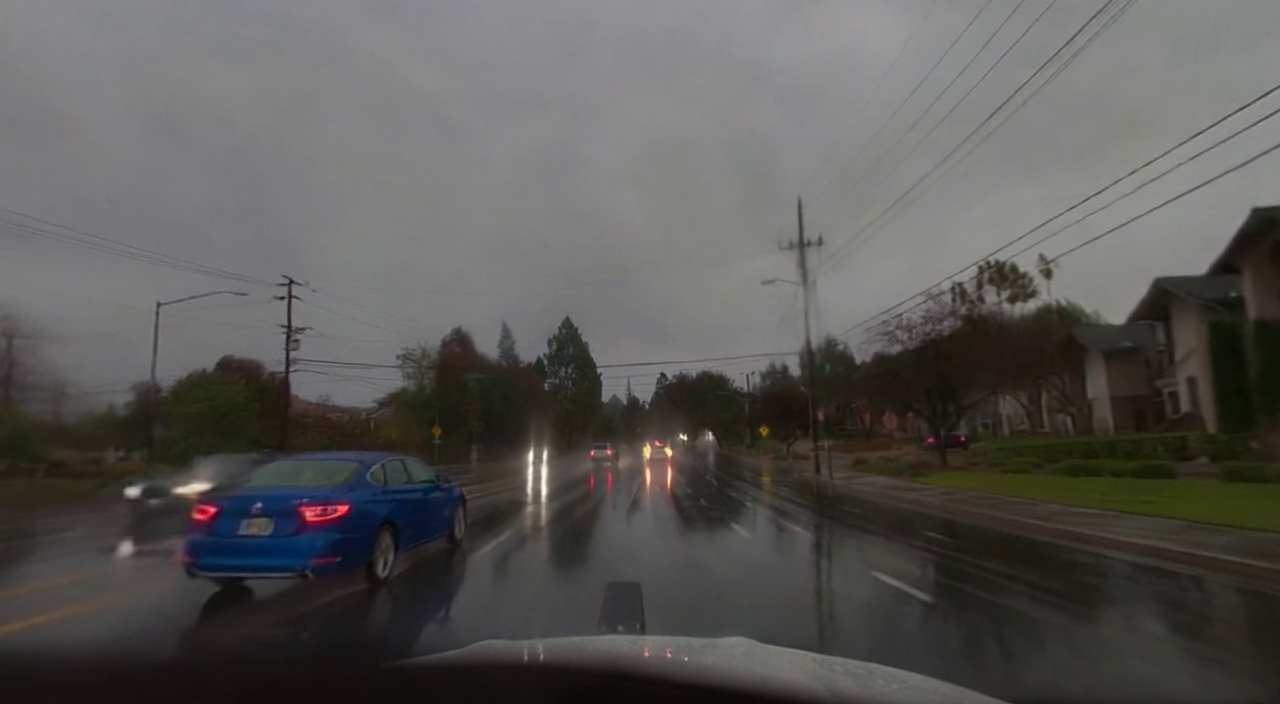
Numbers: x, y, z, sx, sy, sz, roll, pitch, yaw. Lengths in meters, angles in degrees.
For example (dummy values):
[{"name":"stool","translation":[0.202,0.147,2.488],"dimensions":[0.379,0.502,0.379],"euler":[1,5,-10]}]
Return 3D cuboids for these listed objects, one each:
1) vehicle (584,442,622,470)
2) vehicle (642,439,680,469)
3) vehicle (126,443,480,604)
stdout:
[{"name":"vehicle","translation":[-2.330,6.652,40.738],"dimensions":[1.899,1.685,4.121],"euler":[-1,-9,5]},{"name":"vehicle","translation":[1.413,6.536,40.673],"dimensions":[2.155,1.836,4.250],"euler":[-1,-9,5]},{"name":"vehicle","translation":[-3.577,1.866,7.896],"dimensions":[1.901,1.409,4.442],"euler":[0,-9,1]}]
